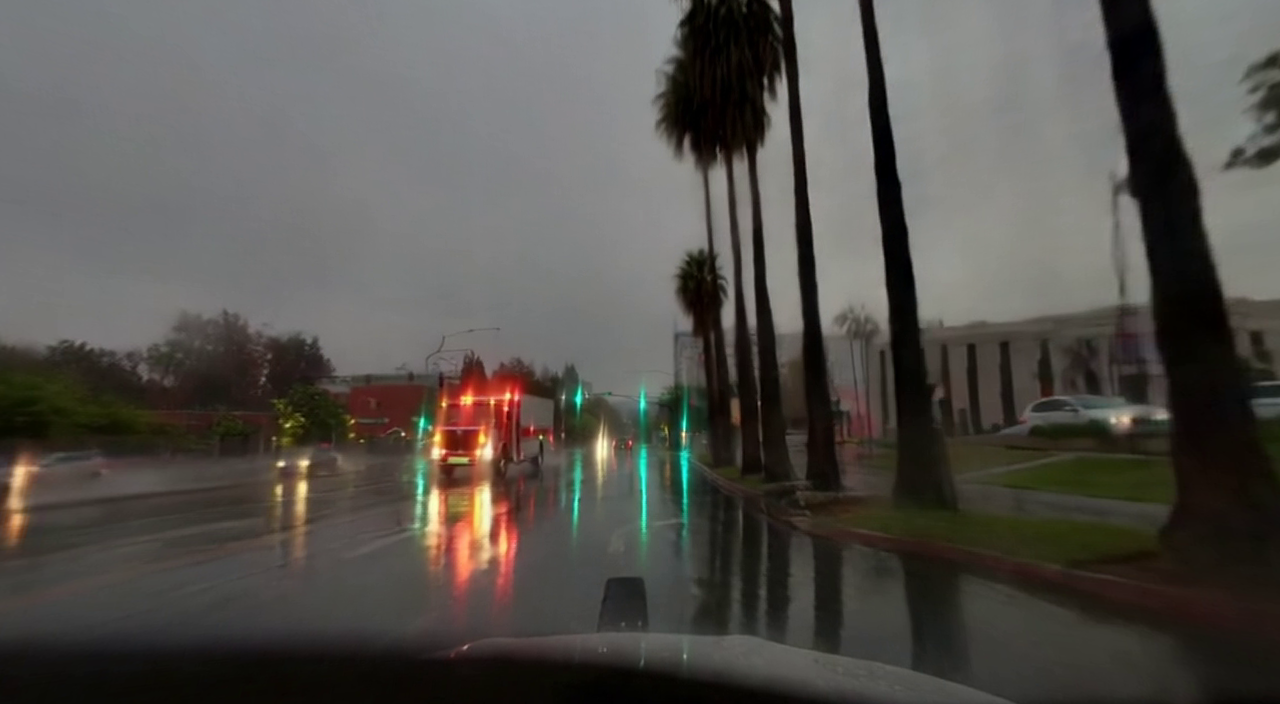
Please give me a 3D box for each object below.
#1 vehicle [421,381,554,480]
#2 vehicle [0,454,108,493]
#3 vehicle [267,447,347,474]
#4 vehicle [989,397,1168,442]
[{"bbox_3d":[-6.559,3.859,29.607,3.008,3.730,11.786,0,-9,1],"label":"vehicle"},{"bbox_3d":[-26.148,5.197,27.274,1.919,1.496,4.613,-1,-9,2],"label":"vehicle"},{"bbox_3d":[-21.181,6.924,40.214,2.052,1.594,5.203,-1,-9,3],"label":"vehicle"},{"bbox_3d":[15.195,2.395,21.966,4.663,1.457,2.045,-1,-8,2],"label":"vehicle"}]
